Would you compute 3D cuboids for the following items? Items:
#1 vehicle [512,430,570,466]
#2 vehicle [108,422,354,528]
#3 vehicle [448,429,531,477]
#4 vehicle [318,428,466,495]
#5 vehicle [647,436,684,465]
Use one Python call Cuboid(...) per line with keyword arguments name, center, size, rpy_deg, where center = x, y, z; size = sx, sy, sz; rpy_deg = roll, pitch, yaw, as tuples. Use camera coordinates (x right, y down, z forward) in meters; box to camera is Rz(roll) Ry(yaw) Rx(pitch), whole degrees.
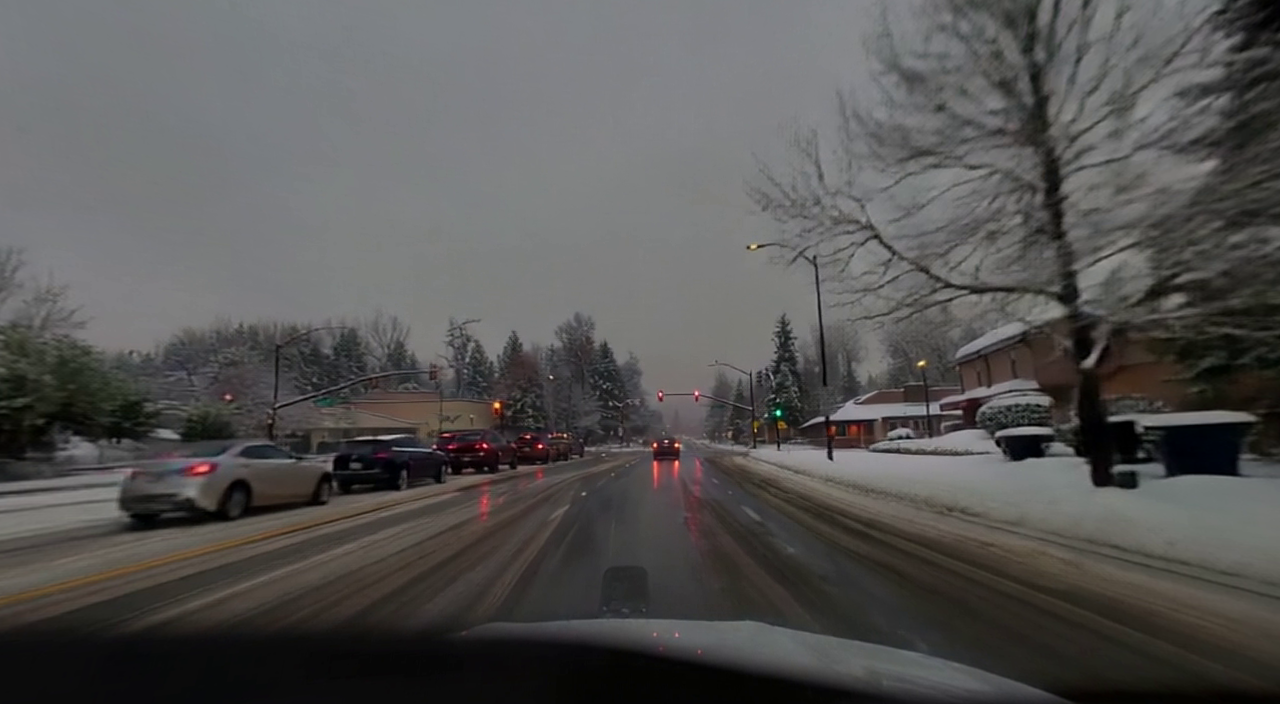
Cuboid(name="vehicle", center=(-5.440, 5.409, 35.469), size=(2.111, 1.864, 4.932), rpy_deg=(-1, -9, 4))
Cuboid(name="vehicle", center=(-7.175, 2.173, 11.634), size=(1.870, 1.616, 3.765), rpy_deg=(0, -8, 2))
Cuboid(name="vehicle", center=(-6.133, 4.183, 26.326), size=(1.951, 1.809, 4.917), rpy_deg=(-1, -8, 4))
Cuboid(name="vehicle", center=(-6.729, 3.026, 17.815), size=(2.121, 1.630, 4.642), rpy_deg=(0, -8, 3))
Cuboid(name="vehicle", center=(1.624, 6.102, 39.168), size=(2.197, 1.682, 3.642), rpy_deg=(-1, -9, 4))
